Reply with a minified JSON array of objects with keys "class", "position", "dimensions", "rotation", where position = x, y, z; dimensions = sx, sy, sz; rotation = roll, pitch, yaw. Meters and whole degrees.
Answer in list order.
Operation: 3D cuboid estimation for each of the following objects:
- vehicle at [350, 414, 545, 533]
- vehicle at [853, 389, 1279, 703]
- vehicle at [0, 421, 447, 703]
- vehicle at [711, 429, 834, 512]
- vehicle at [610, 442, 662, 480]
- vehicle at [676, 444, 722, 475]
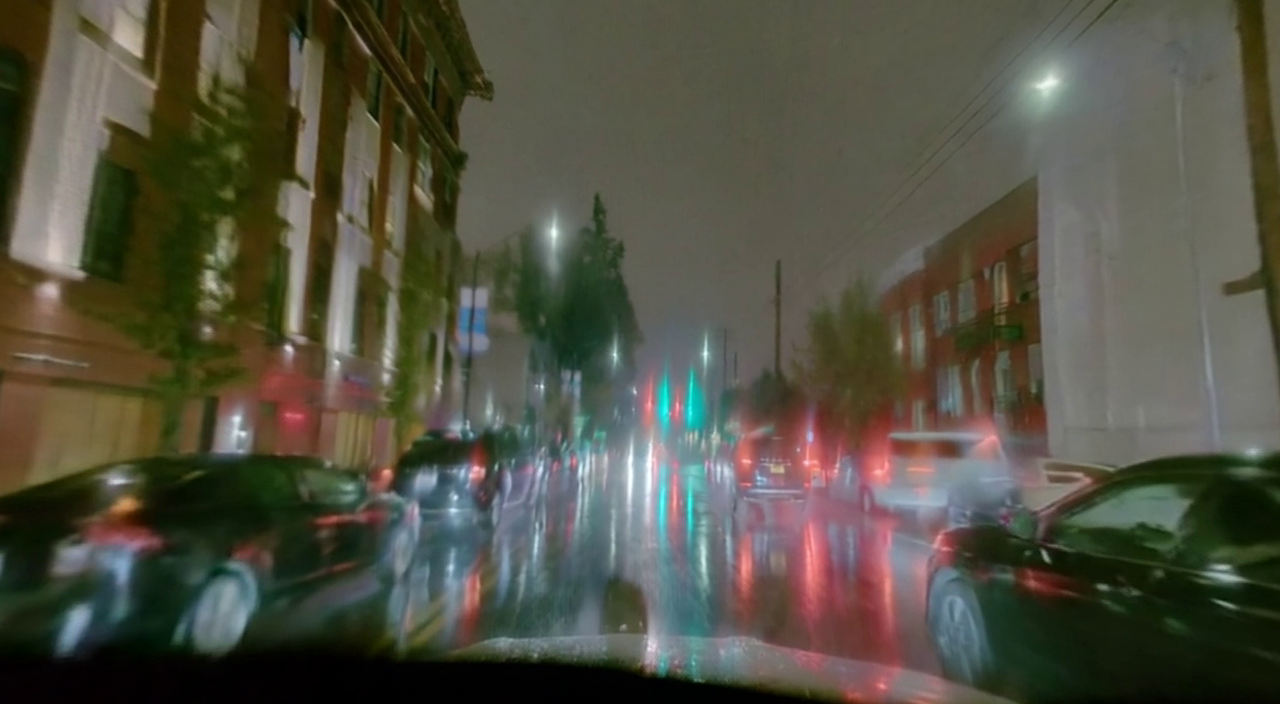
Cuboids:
[{"class":"vehicle","position":[-3.412,2.298,12.522],"dimensions":[2.142,1.832,5.373],"rotation":[0,-9,1]},{"class":"vehicle","position":[2.467,0.907,1.849],"dimensions":[2.080,1.495,4.591],"rotation":[0,-9,0]},{"class":"vehicle","position":[-3.446,1.418,5.285],"dimensions":[1.972,1.471,4.795],"rotation":[0,-9,2]},{"class":"vehicle","position":[3.008,2.808,15.350],"dimensions":[2.002,1.707,4.547],"rotation":[0,-9,0]},{"class":"vehicle","position":[-0.142,4.537,26.379],"dimensions":[2.007,1.460,3.923],"rotation":[0,-9,0]},{"class":"vehicle","position":[3.022,5.619,33.080],"dimensions":[1.966,1.475,4.528],"rotation":[0,-9,0]}]
